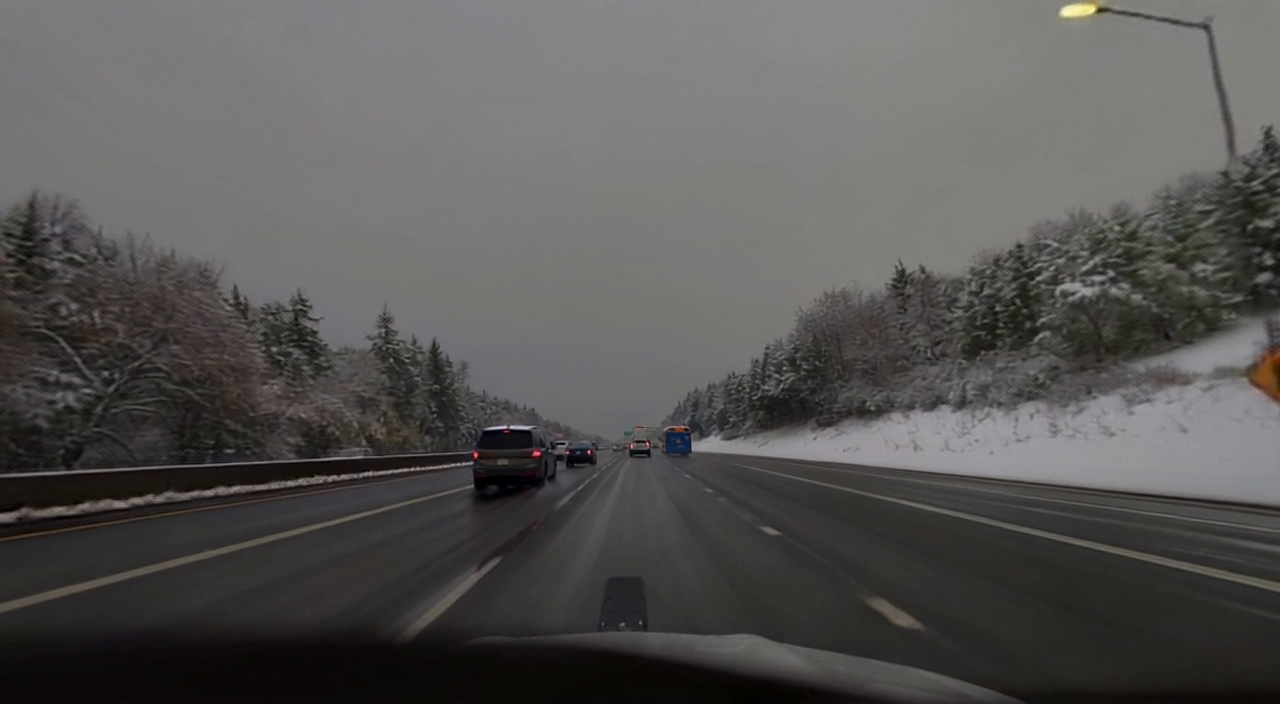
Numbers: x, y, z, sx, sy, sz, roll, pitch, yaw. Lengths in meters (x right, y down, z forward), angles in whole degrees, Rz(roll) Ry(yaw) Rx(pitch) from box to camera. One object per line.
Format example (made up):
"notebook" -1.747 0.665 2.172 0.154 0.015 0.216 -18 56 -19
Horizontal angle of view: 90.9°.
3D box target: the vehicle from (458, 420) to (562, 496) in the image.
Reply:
"vehicle" -3.597 3.057 18.390 2.016 1.898 4.458 -1 -9 1

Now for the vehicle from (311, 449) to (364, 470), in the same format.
"vehicle" -23.204 8.268 48.576 1.806 1.464 4.678 -1 -9 0

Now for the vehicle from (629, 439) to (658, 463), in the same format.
"vehicle" 0.225 7.313 46.740 2.042 1.632 3.654 -1 -9 0

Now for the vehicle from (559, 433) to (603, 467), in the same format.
"vehicle" -3.438 5.857 37.640 2.155 1.843 4.567 -1 -9 0
